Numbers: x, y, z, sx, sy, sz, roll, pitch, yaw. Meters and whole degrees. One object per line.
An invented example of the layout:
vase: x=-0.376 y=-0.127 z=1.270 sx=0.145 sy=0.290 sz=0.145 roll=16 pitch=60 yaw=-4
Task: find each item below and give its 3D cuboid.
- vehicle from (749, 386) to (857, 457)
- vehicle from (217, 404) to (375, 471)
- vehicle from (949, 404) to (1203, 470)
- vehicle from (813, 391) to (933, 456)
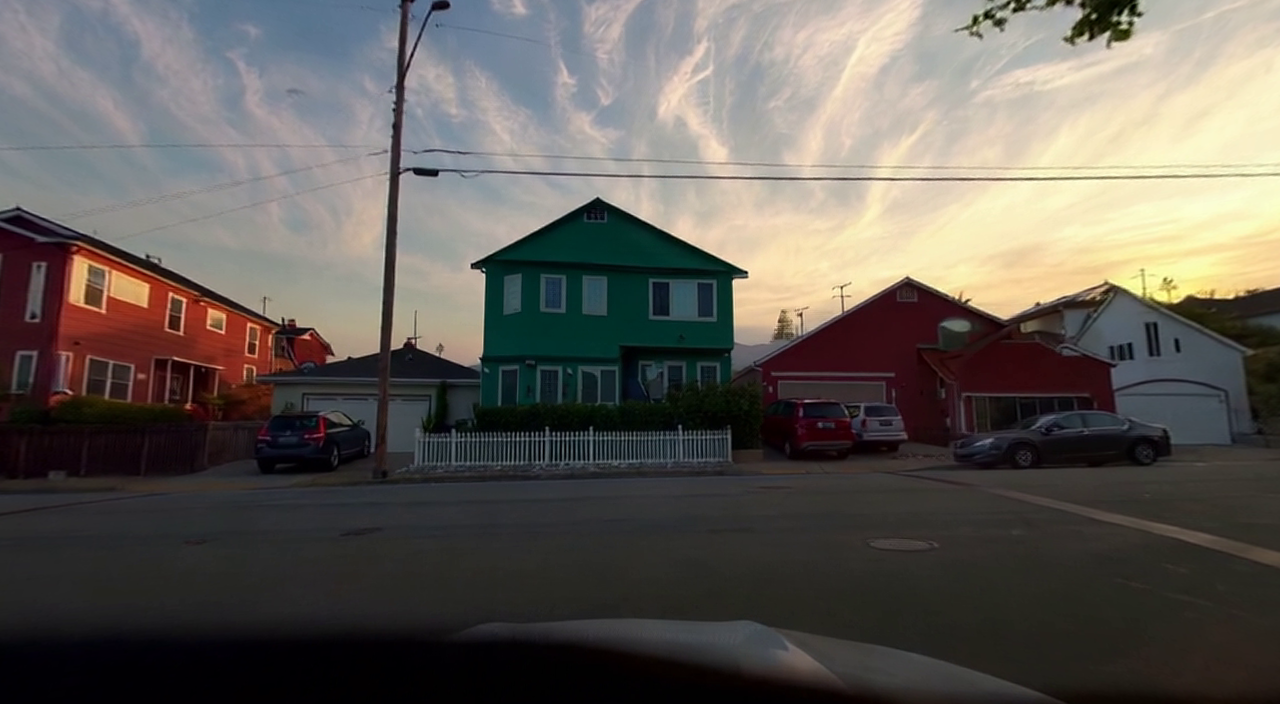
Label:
vehicle: x=4.772 y=2.132 z=19.179 sx=2.081 sy=1.891 sz=4.367 roll=1 pitch=-7 yaw=-1
vehicle: x=-10.042 y=2.591 z=18.933 sx=2.091 sy=1.760 sz=4.760 roll=0 pitch=-8 yaw=-1
vehicle: x=10.381 y=2.070 z=15.298 sx=4.644 sy=1.482 sz=1.997 roll=0 pitch=-8 yaw=1
vehicle: x=6.959 y=2.254 z=19.295 sx=2.053 sy=1.756 sz=4.034 roll=1 pitch=-9 yaw=-1
